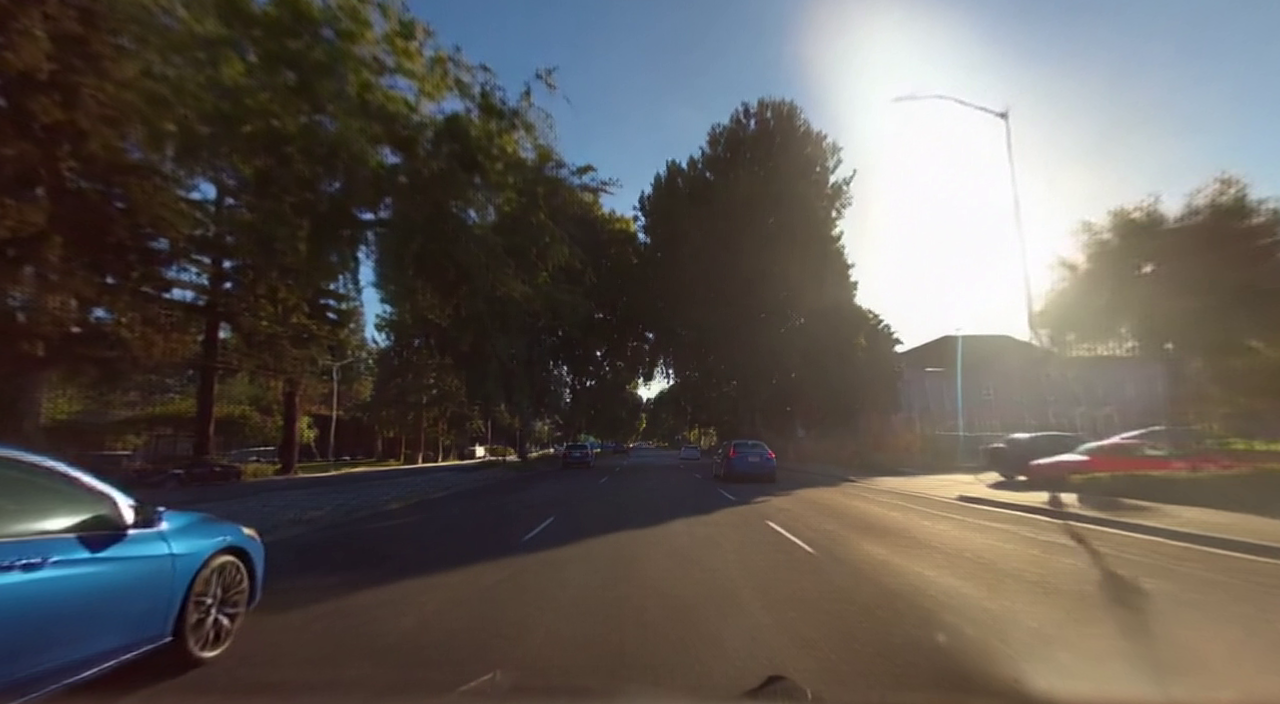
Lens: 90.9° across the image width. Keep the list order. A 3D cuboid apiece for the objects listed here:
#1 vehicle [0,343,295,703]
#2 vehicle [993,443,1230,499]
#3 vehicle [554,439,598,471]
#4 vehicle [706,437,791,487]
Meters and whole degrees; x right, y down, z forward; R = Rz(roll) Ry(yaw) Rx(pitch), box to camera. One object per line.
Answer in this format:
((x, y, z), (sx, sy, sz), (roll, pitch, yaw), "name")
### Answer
((-3.574, 0.789, 2.203), (2.023, 1.720, 4.741), (0, -8, 0), "vehicle")
((12.559, 3.164, 17.043), (4.757, 1.327, 2.062), (0, -7, -1), "vehicle")
((-3.417, 5.563, 34.339), (2.113, 1.626, 4.129), (0, -8, -2), "vehicle")
((3.489, 3.632, 21.188), (2.083, 1.474, 4.360), (0, -8, 0), "vehicle")
